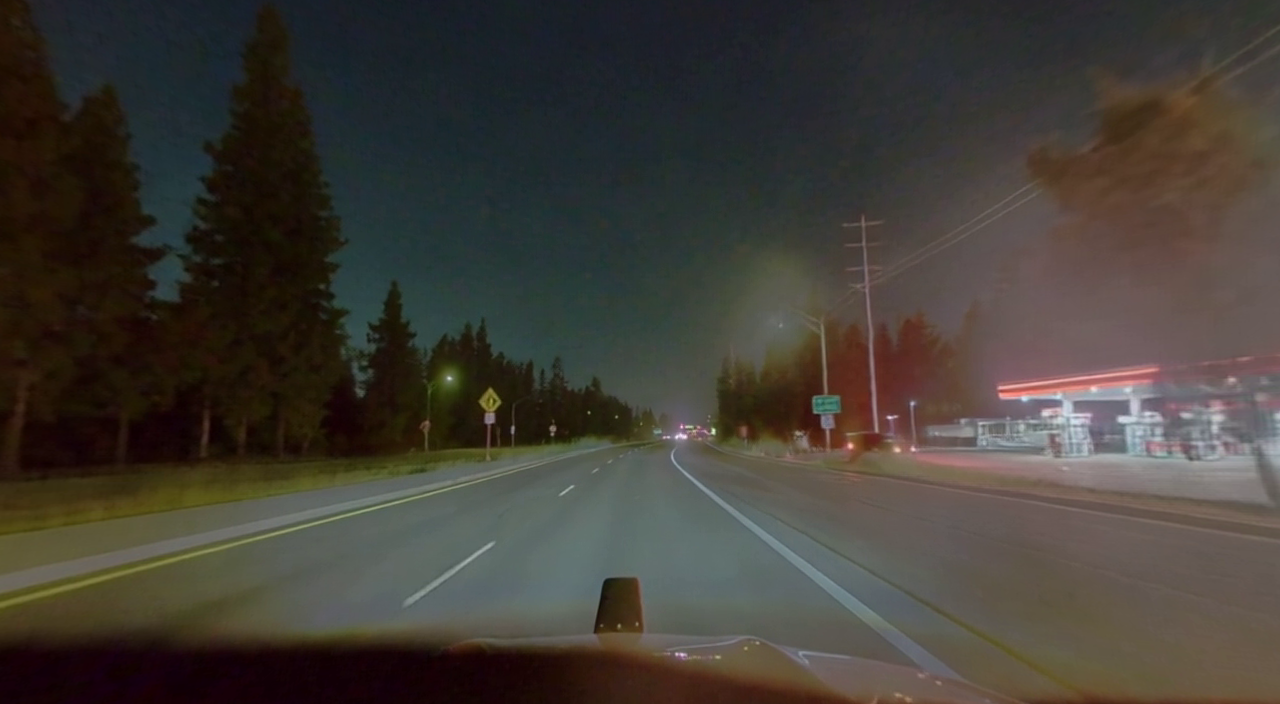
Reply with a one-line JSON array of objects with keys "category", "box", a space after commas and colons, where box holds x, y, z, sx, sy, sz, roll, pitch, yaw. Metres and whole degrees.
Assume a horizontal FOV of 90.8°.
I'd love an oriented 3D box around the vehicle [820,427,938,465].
[{"category": "vehicle", "box": [10.685, 4.237, 28.477, 4.476, 1.629, 1.953, 0, -8, 0]}]
